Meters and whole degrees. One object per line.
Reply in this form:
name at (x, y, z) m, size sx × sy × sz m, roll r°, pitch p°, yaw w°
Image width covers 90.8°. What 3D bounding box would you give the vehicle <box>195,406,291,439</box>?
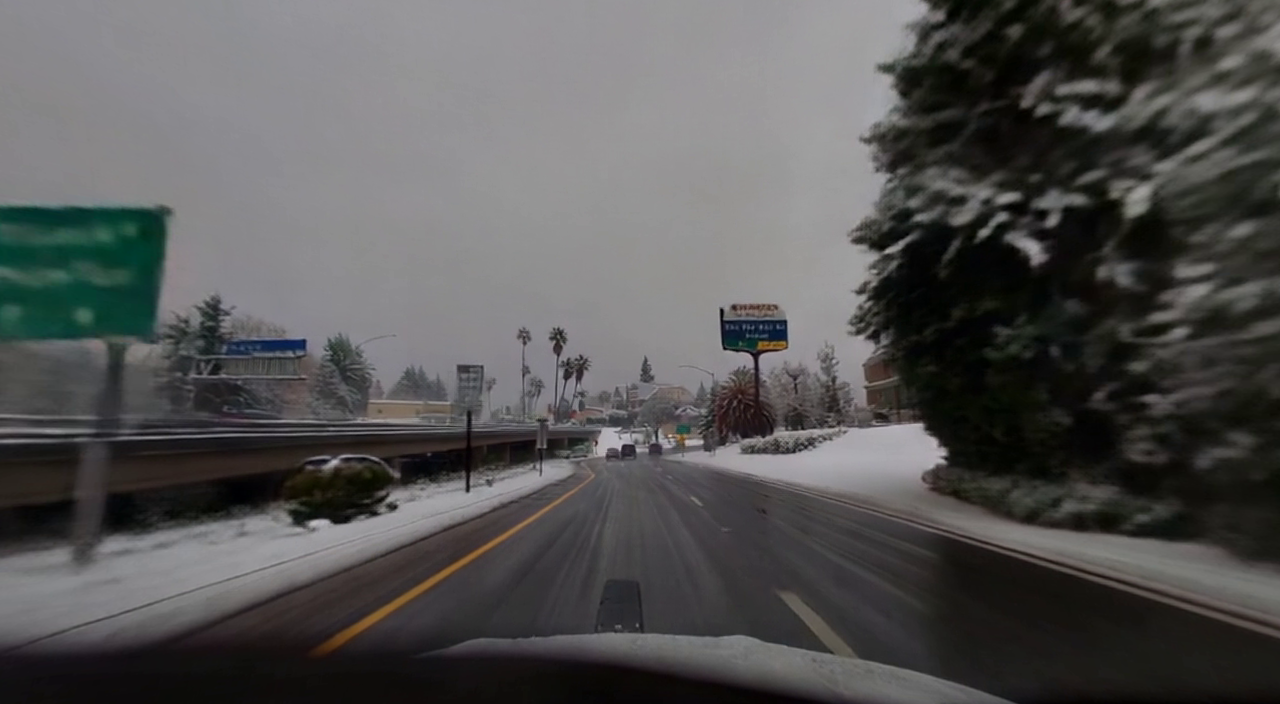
vehicle at (-19.966, 3.635, 32.033) m, size 1.931 × 1.451 × 4.683 m, roll 0°, pitch -9°, yaw -2°
